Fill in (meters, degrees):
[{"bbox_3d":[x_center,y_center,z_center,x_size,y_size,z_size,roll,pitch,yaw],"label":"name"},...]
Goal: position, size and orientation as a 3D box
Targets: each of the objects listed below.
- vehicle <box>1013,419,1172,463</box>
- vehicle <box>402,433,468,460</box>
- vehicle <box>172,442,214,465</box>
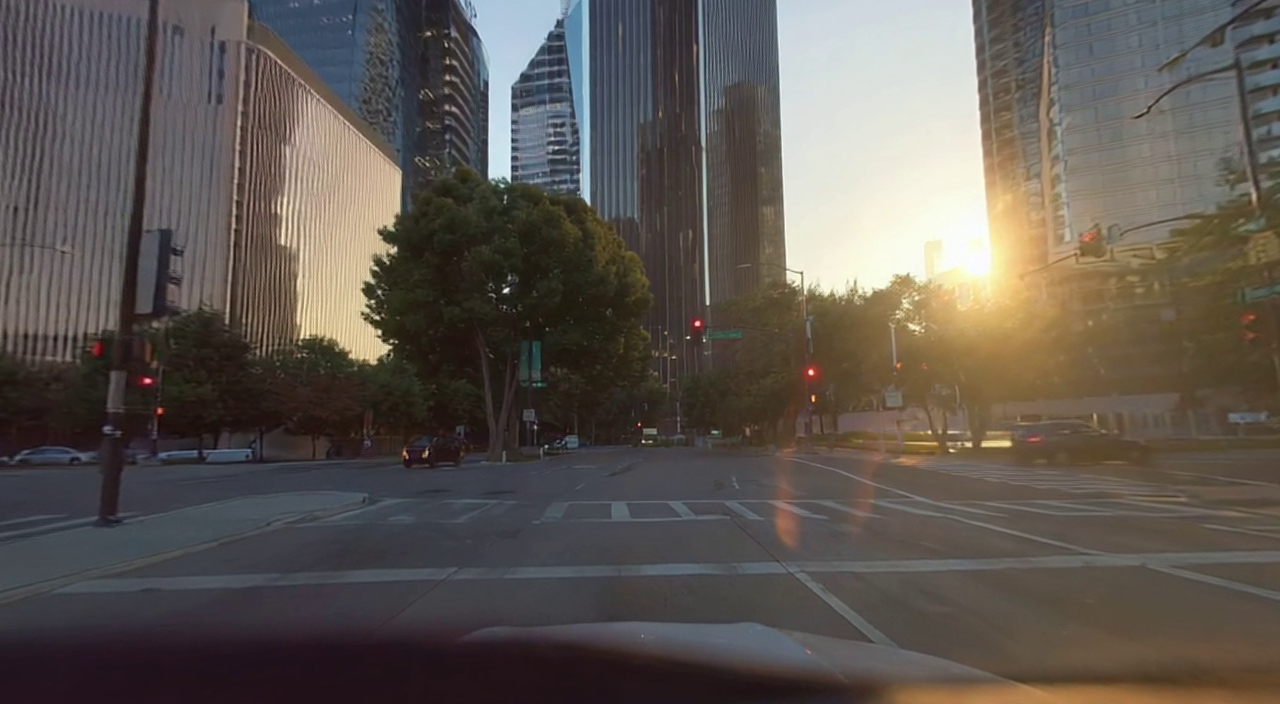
[{"bbox_3d":[16.158,3.199,22.681,4.482,1.492,1.805,1,-9,-7],"label":"vehicle"},{"bbox_3d":[-12.389,5.770,38.567,1.964,1.476,4.593,-2,-9,8],"label":"vehicle"},{"bbox_3d":[-35.060,7.944,49.650,2.084,1.750,4.426,4,-9,-28],"label":"vehicle"}]
